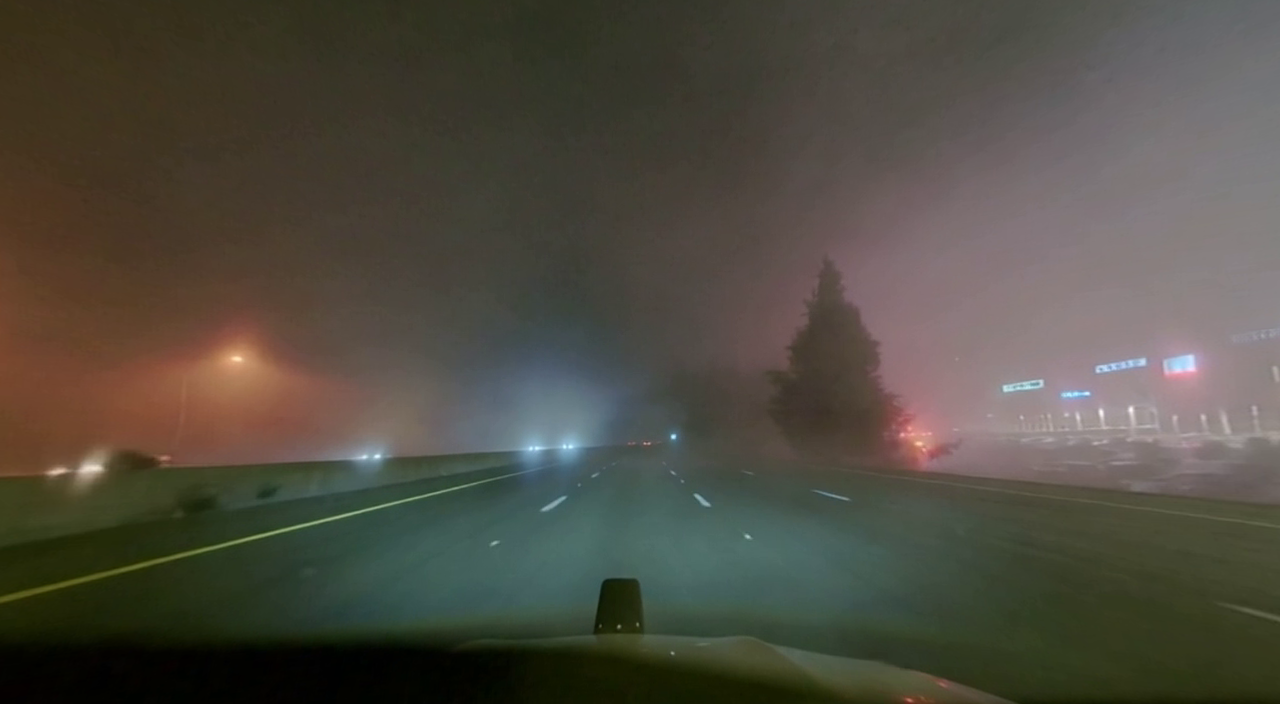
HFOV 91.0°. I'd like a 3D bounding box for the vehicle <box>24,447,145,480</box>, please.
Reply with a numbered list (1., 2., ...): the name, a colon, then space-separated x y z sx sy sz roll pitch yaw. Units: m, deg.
1. vehicle: -29.158 5.847 33.300 1.952 1.520 4.798 -1 -9 1
